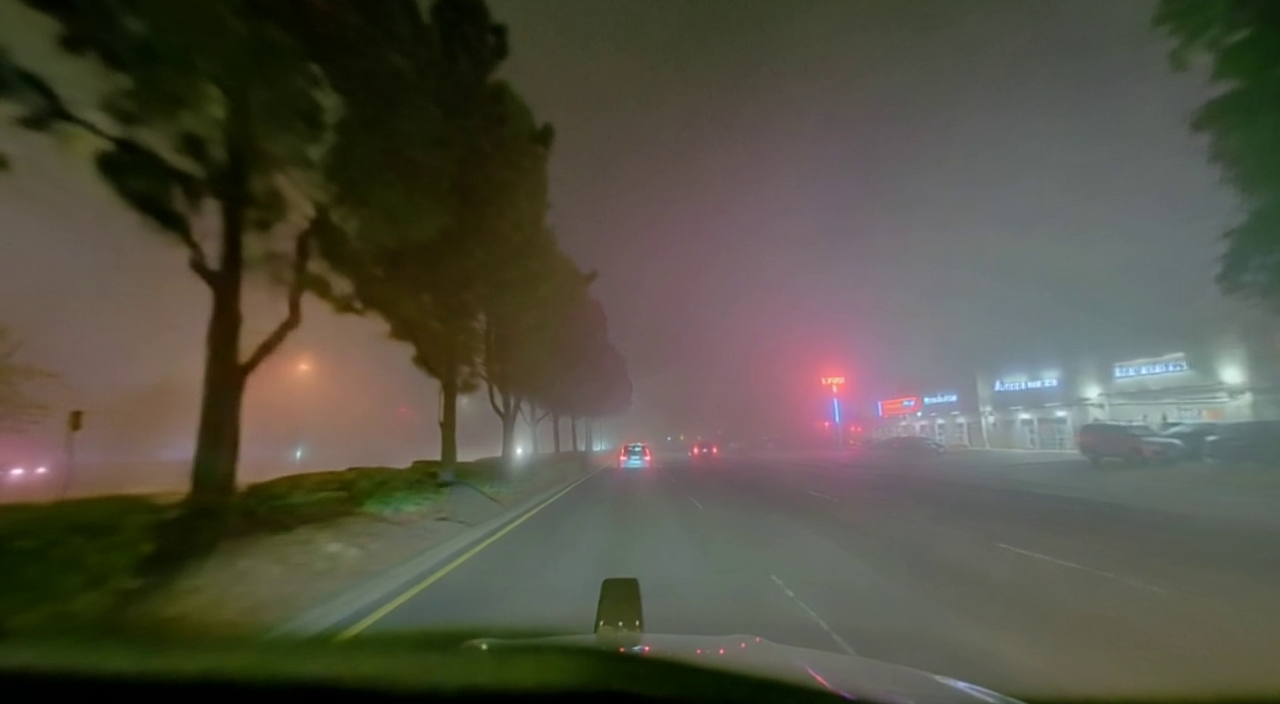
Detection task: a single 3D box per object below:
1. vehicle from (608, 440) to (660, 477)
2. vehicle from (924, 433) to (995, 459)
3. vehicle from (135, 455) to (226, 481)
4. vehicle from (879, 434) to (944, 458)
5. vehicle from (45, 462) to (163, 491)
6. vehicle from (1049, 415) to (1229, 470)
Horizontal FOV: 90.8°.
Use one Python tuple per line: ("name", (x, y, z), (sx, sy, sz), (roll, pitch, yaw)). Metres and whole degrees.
("vehicle", (-0.253, 4.611, 27.600), (2.126, 1.475, 3.967), (0, -9, 0))
("vehicle", (21.150, 6.287, 42.093), (2.136, 1.603, 4.534), (0, -9, -4))
("vehicle", (-30.384, 7.689, 41.882), (4.486, 1.610, 2.020), (-1, -9, 3))
("vehicle", (21.267, 7.409, 49.753), (2.015, 1.821, 4.696), (2, -9, -17))
("vehicle", (-30.659, 7.118, 36.230), (4.820, 1.477, 2.105), (0, -9, -1))
("vehicle", (20.659, 3.829, 26.727), (2.356, 2.005, 6.308), (0, -8, -1))
